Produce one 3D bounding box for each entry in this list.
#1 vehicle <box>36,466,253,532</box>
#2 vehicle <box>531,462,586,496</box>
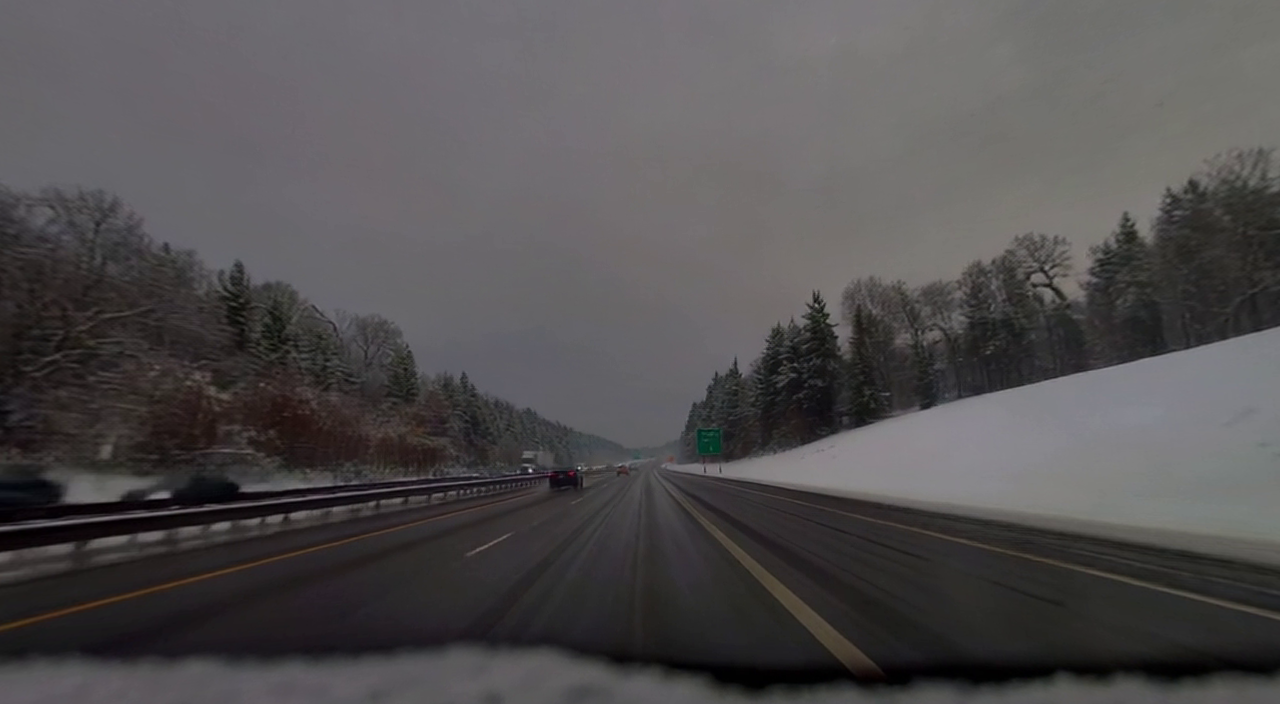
[{"bbox_3d":[-12.614,3.748,16.550,2.065,1.438,4.481,1,-10,-1],"label":"vehicle"},{"bbox_3d":[-3.823,6.069,30.338,2.043,1.486,4.442,0,-10,0],"label":"vehicle"}]
